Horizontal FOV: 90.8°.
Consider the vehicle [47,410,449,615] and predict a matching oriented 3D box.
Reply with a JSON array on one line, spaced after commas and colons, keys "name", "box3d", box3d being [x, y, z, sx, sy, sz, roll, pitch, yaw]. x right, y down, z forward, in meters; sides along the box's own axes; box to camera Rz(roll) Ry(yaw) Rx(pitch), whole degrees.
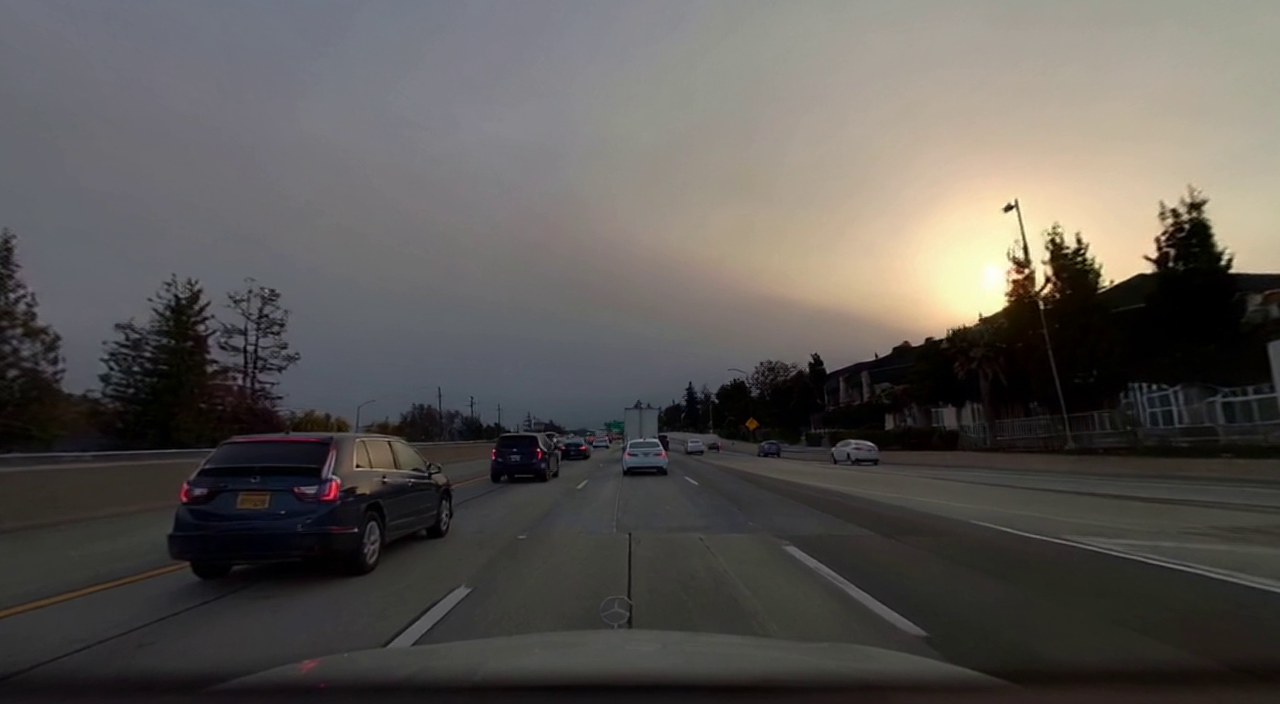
[{"name": "vehicle", "box3d": [-3.837, 1.626, 7.259, 1.988, 1.668, 4.021, 0, -9, 0]}]

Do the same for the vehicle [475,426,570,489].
[{"name": "vehicle", "box3d": [-4.018, 3.743, 22.702, 2.301, 1.944, 5.482, 0, -9, 0]}]

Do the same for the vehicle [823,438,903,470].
[{"name": "vehicle", "box3d": [11.088, 5.108, 31.810, 1.905, 1.490, 4.826, 1, -9, -5]}]

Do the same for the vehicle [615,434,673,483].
[{"name": "vehicle", "box3d": [0.114, 4.133, 24.746, 2.063, 1.703, 4.203, 0, -9, -1]}]
